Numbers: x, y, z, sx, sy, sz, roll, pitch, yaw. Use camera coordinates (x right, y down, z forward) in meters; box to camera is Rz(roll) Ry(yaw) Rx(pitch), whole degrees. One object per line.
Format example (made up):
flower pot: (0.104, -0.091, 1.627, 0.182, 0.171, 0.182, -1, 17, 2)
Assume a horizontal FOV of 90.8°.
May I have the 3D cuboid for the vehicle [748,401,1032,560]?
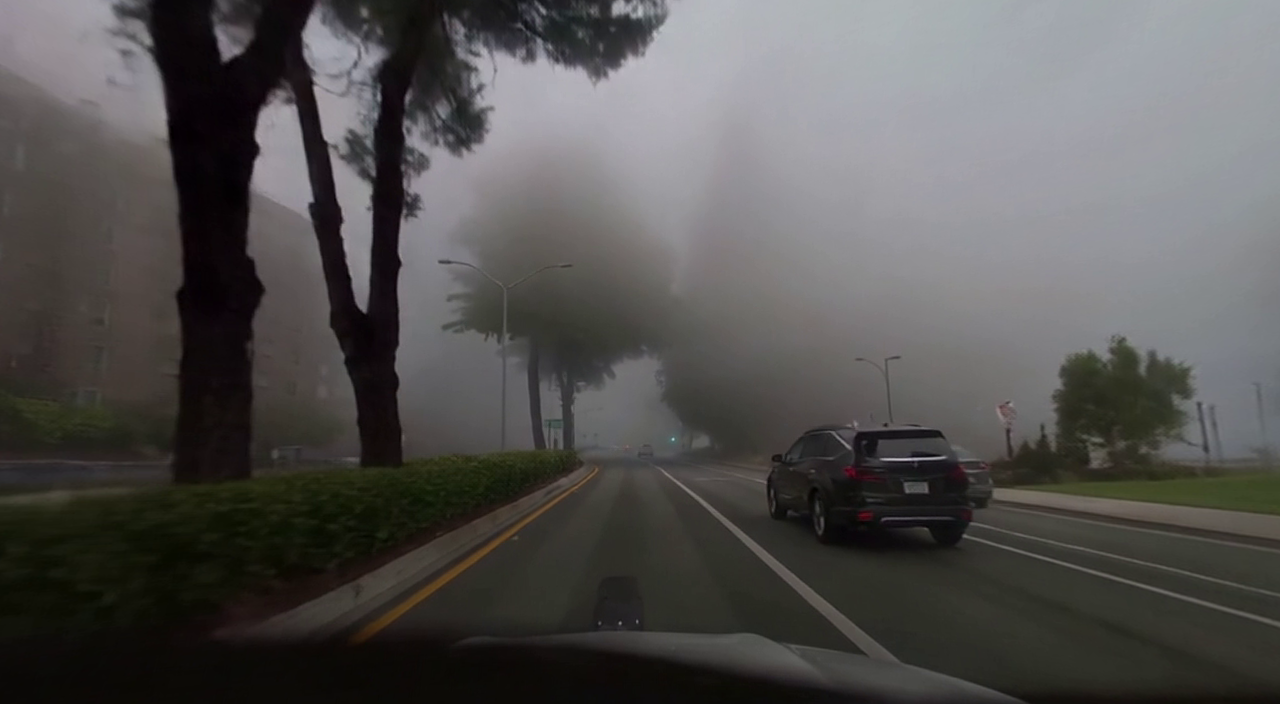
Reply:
vehicle: (3.587, 1.998, 10.572, 2.505, 1.971, 5.162, 0, -9, -1)
